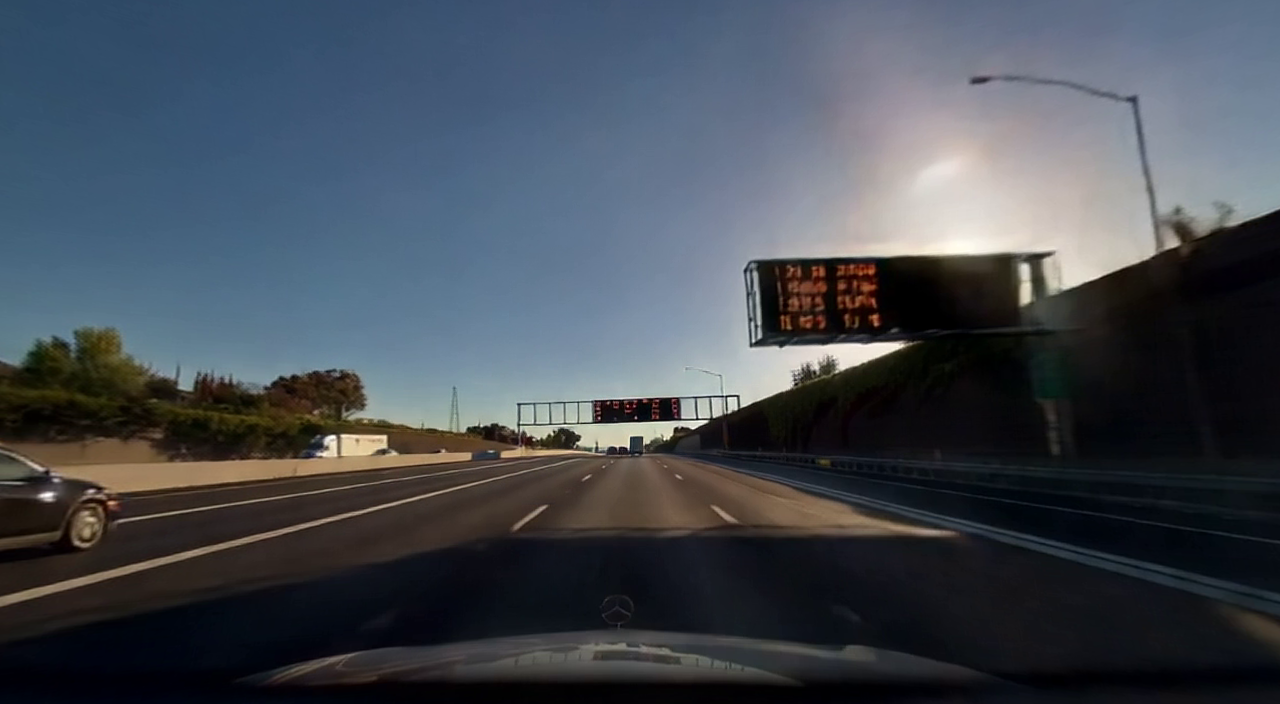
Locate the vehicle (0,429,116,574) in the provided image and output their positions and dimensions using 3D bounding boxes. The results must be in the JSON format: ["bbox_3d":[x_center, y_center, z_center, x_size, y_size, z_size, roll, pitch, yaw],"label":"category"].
[{"bbox_3d":[-7.864,1.450,5.734,2.005,1.545,4.874,0,-8,0],"label":"vehicle"}]
